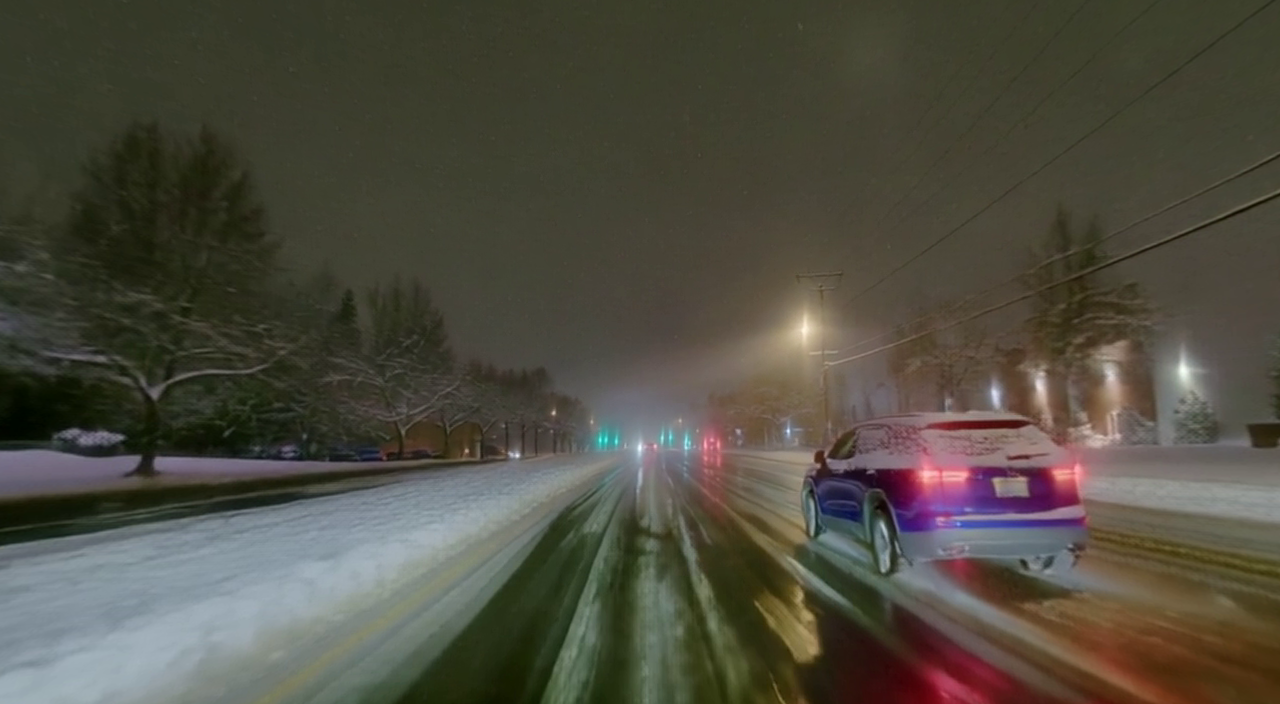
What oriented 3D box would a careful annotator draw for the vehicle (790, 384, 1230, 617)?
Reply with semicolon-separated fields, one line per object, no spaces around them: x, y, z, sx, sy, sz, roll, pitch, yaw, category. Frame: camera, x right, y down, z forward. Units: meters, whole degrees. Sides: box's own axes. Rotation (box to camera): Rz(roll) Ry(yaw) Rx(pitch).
3.200;1.387;6.790;2.060;1.665;4.284;0;-8;-1;vehicle
